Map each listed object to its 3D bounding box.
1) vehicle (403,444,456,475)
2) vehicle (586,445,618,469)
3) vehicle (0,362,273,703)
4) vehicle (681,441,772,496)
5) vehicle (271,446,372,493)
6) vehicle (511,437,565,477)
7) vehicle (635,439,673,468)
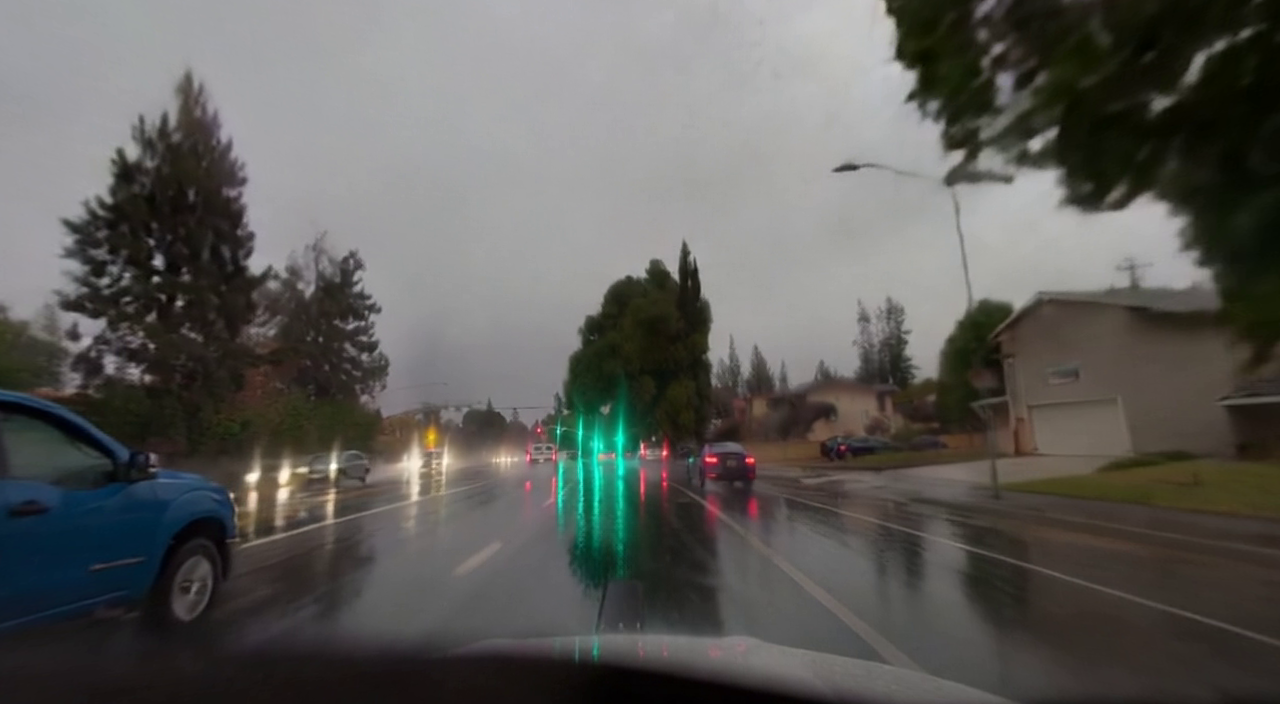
[{"bbox_3d":[-14.275,7.259,43.146,2.206,1.939,4.859,1,-8,-4],"label":"vehicle"},{"bbox_3d":[-2.622,7.045,42.761,2.030,1.477,4.330,1,-8,-5],"label":"vehicle"},{"bbox_3d":[-4.048,0.853,2.462,2.111,1.745,5.274,0,-8,-1],"label":"vehicle"},{"bbox_3d":[2.453,3.407,18.976,1.884,1.463,4.195,1,-8,-4],"label":"vehicle"},{"bbox_3d":[-12.812,4.714,25.747,2.017,1.691,4.351,1,-8,-3],"label":"vehicle"},{"bbox_3d":[-5.064,5.239,31.900,2.218,1.829,4.492,1,-8,-3],"label":"vehicle"},{"bbox_3d":[0.926,6.972,43.648,2.099,1.845,4.363,1,-8,-6],"label":"vehicle"}]
